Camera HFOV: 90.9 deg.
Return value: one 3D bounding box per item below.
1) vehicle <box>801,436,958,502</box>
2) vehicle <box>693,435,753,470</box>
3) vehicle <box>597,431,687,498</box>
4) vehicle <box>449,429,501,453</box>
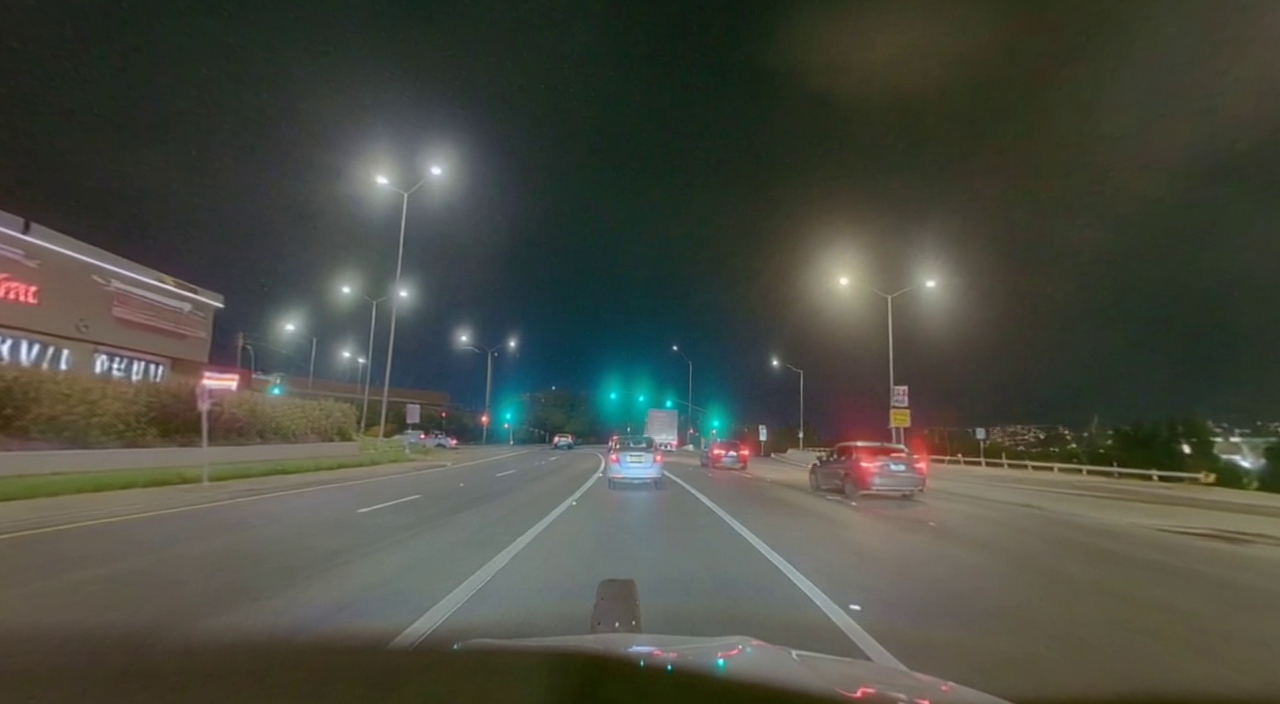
[{"bbox_3d":[5.852,2.885,16.183,2.081,1.434,4.833,0,-8,-1],"label":"vehicle"},{"bbox_3d":[3.641,4.474,28.321,1.889,1.480,3.876,1,-8,-4],"label":"vehicle"},{"bbox_3d":[0.027,2.735,15.808,1.991,1.472,3.518,0,-8,-1],"label":"vehicle"},{"bbox_3d":[-12.858,6.864,48.869,2.150,1.758,5.255,5,-9,-34],"label":"vehicle"}]
